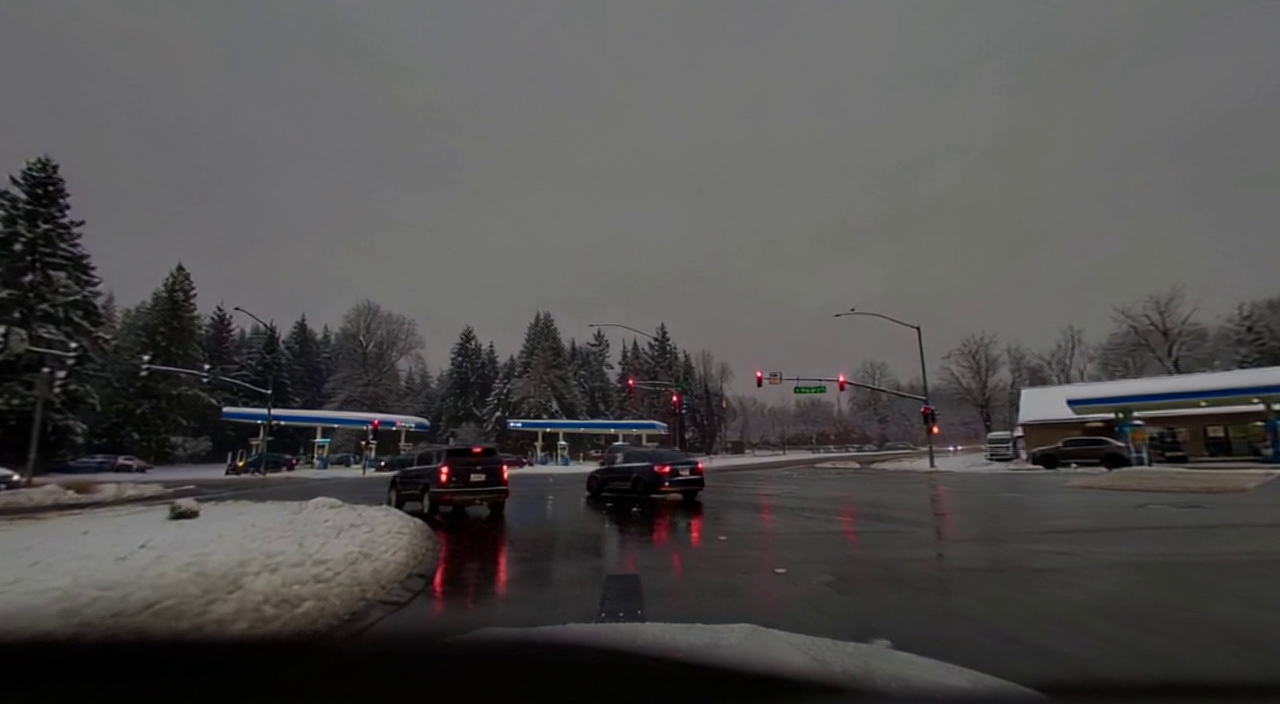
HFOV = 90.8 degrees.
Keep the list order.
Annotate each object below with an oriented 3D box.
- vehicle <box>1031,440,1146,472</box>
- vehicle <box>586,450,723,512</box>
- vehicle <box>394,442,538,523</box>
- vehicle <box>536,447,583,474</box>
[{"bbox_3d":[26.237,6.118,37.183,4.952,1.745,2.184,-3,-9,15],"label":"vehicle"},{"bbox_3d":[0.224,3.514,17.848,1.965,1.460,4.581,4,-10,-26],"label":"vehicle"},{"bbox_3d":[-4.623,3.213,16.305,2.351,1.733,4.616,5,-10,-31],"label":"vehicle"},{"bbox_3d":[-6.004,8.161,47.961,2.517,1.875,5.774,-1,-9,3],"label":"vehicle"}]
